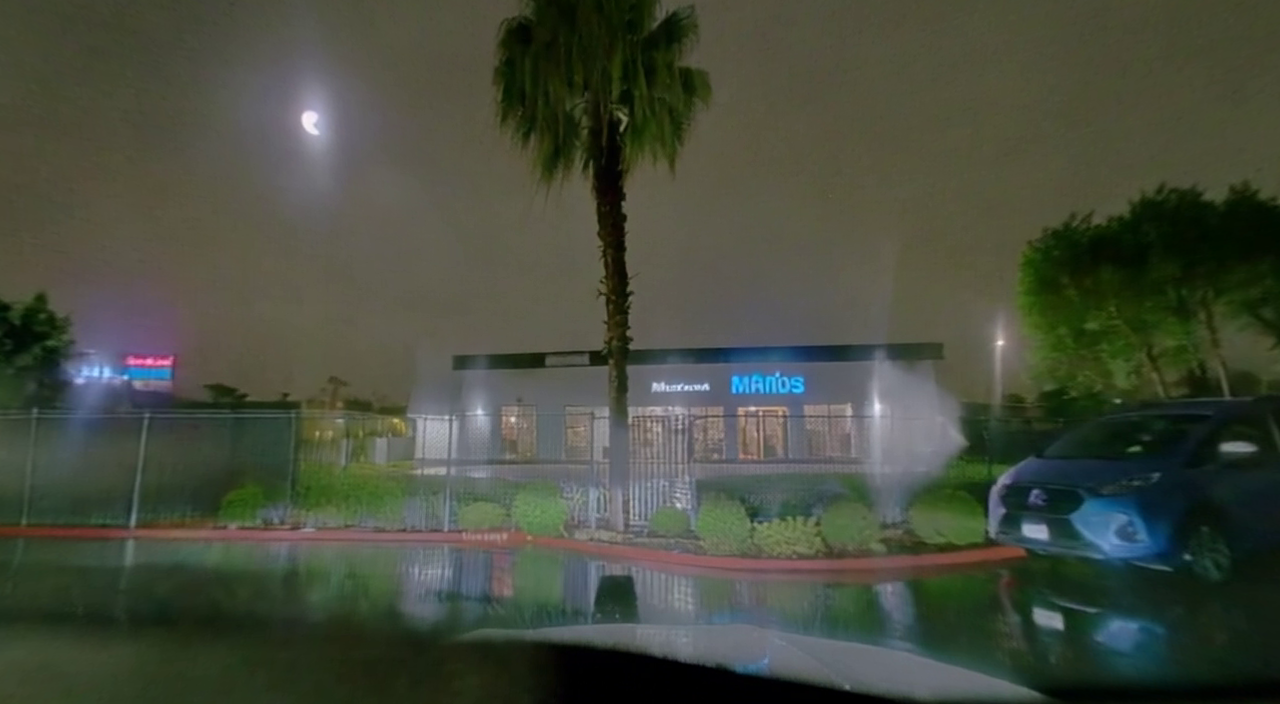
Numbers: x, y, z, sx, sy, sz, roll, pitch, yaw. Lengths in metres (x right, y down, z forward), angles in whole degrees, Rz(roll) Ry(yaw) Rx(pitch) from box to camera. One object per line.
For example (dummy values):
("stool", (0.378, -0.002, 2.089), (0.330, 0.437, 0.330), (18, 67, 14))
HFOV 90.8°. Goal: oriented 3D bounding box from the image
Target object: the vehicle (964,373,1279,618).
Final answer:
("vehicle", (5.866, 1.248, 6.426), (4.365, 1.791, 2.073), (2, -7, -20))
